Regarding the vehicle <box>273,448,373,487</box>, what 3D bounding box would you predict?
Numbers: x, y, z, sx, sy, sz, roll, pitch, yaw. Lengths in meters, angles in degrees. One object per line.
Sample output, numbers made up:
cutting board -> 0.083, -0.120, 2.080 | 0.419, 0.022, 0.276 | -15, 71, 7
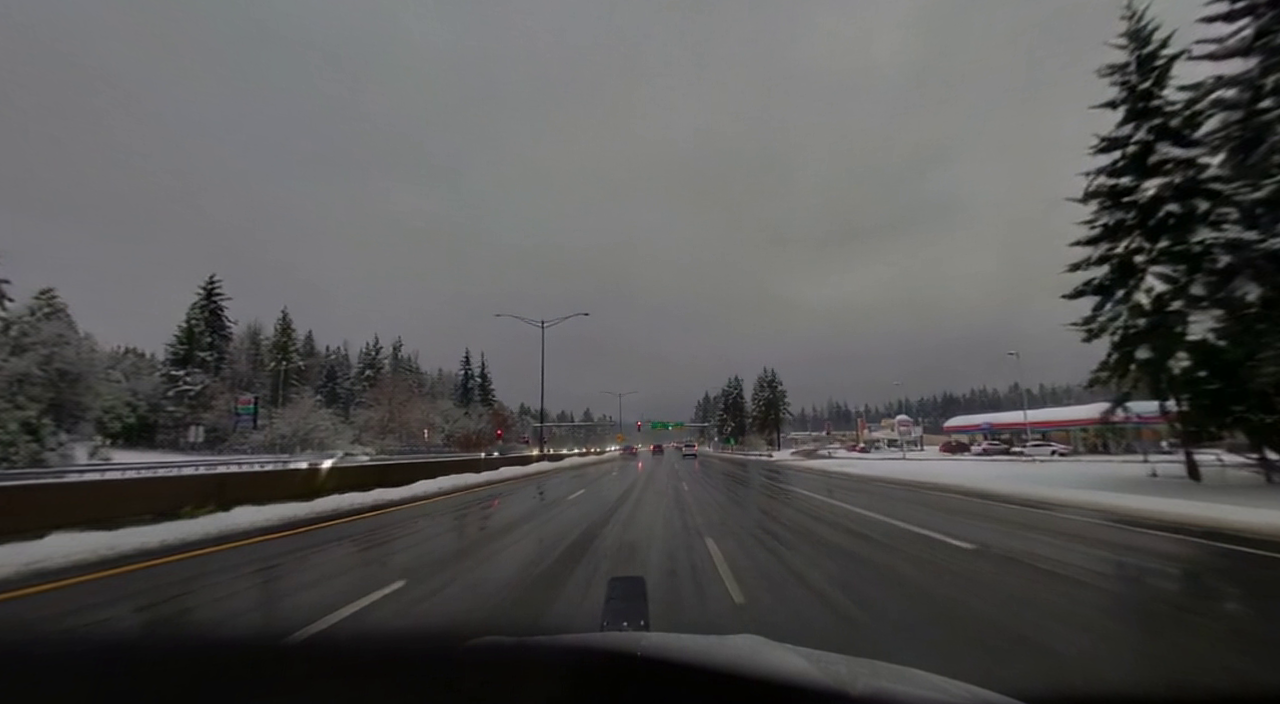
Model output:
vehicle -> -13.770, 4.994, 27.696 | 1.927, 1.526, 4.245 | -1, -8, 5
